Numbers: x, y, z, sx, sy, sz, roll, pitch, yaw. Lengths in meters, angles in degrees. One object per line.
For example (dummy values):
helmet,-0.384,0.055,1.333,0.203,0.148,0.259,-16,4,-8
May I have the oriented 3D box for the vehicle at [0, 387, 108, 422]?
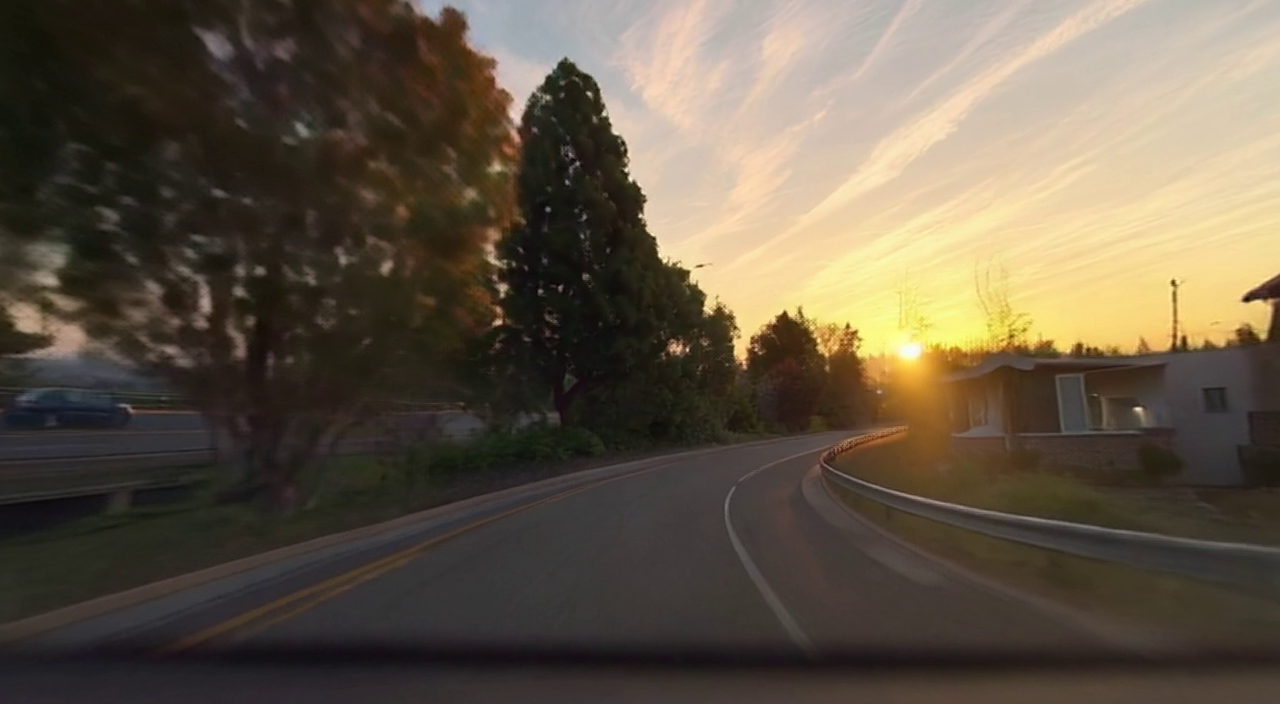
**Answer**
vehicle,-38.993,3.497,41.299,2.424,2.051,5.709,-7,-9,33
